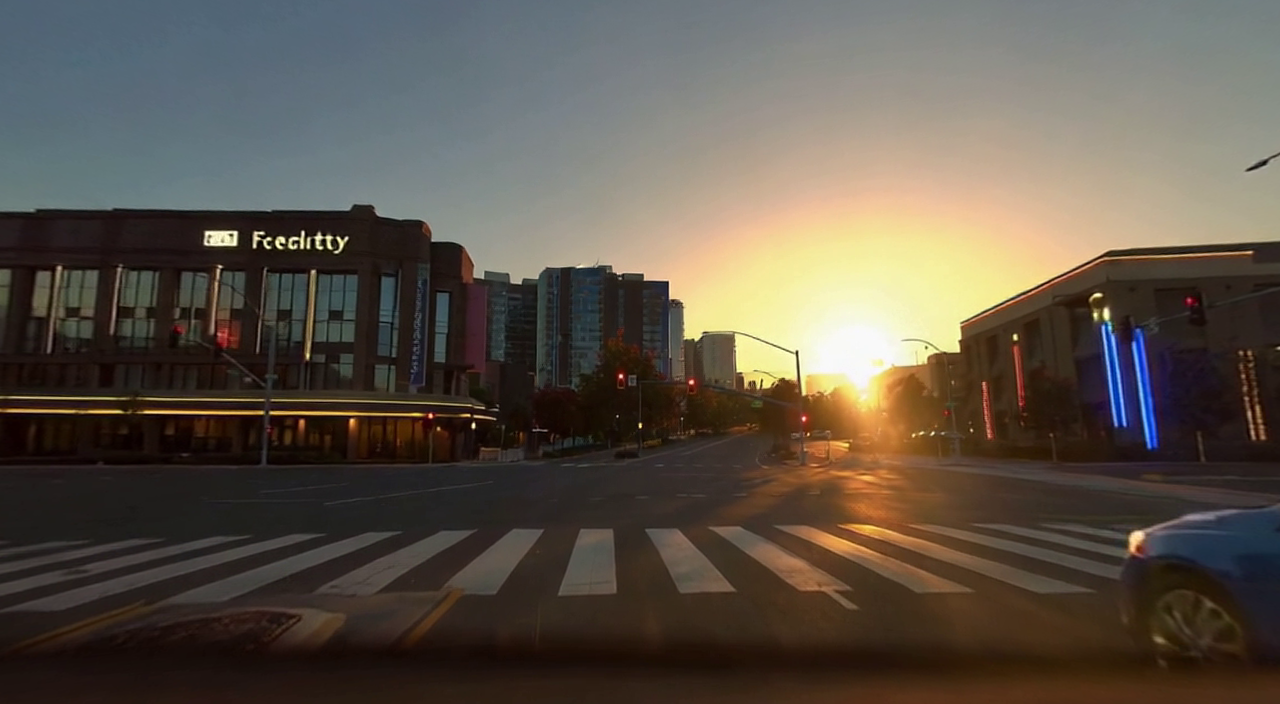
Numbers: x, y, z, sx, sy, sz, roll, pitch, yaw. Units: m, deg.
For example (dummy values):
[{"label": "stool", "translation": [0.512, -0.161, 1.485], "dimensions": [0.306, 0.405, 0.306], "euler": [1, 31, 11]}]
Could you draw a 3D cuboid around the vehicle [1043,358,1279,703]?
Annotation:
[{"label": "vehicle", "translation": [3.443, 0.730, 1.608], "dimensions": [2.067, 1.625, 4.073], "euler": [0, -8, 0]}]
